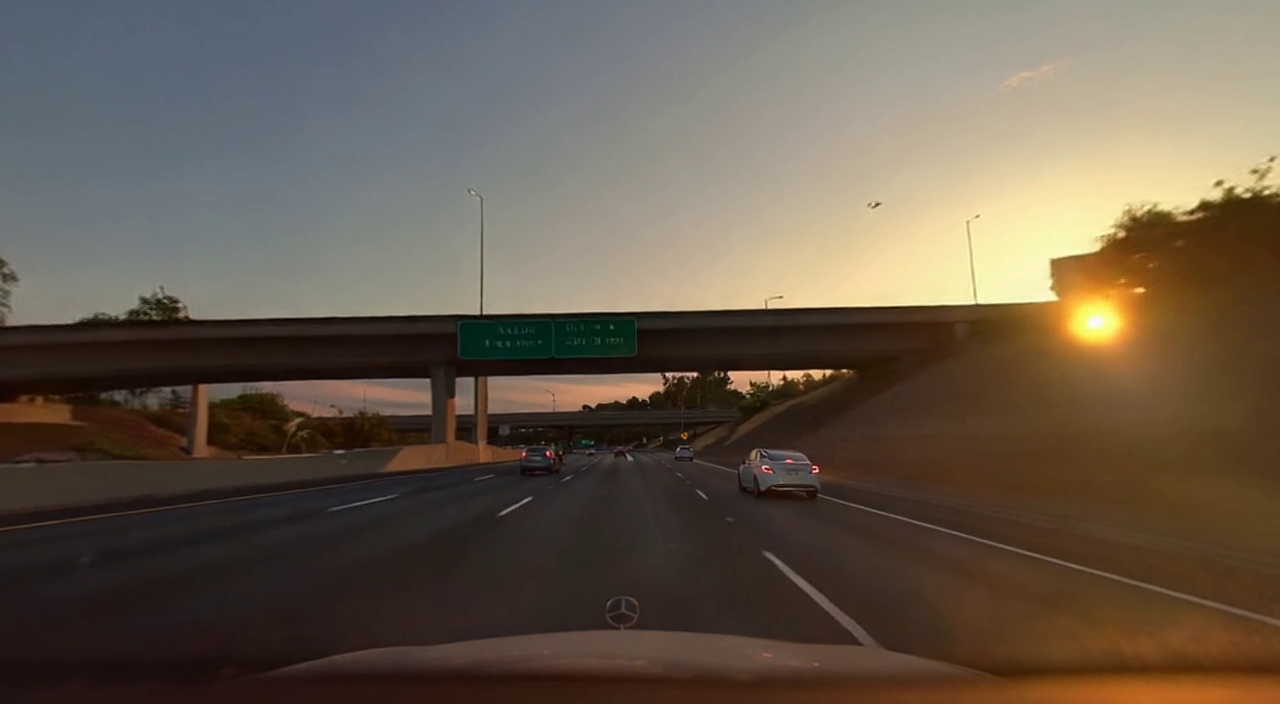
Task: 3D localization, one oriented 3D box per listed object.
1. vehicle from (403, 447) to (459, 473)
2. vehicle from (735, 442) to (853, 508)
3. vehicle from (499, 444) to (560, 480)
[{"bbox_3d":[-12.947,6.688,39.387,1.919,1.497,4.765,0,-9,-1],"label":"vehicle"},{"bbox_3d":[3.951,3.237,17.039,2.079,1.535,4.316,0,-9,0],"label":"vehicle"},{"bbox_3d":[-5.121,5.154,29.776,2.072,1.545,4.687,0,-9,-1],"label":"vehicle"}]
